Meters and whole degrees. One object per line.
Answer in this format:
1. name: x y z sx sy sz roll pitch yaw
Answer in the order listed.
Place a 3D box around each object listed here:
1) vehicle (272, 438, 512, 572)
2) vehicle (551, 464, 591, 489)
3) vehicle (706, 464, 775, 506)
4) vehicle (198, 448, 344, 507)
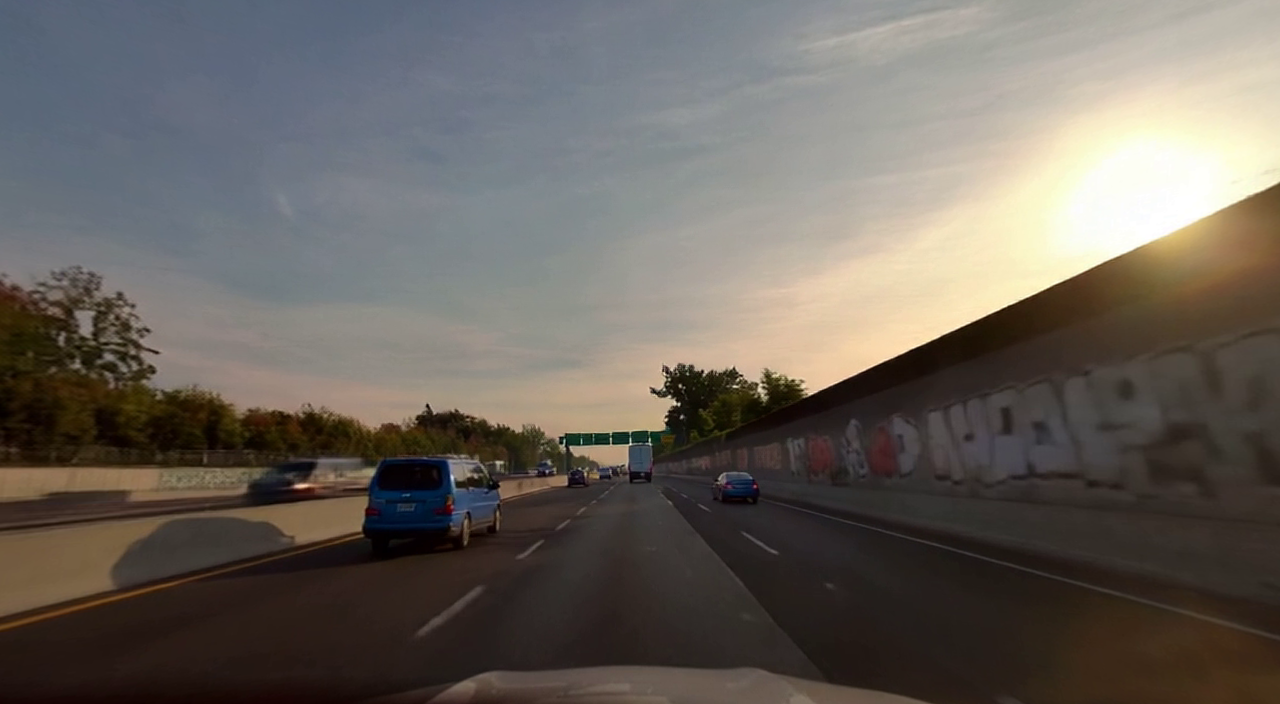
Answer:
1. vehicle: -3.544 2.314 10.147 2.004 1.610 4.508 1 -10 0
2. vehicle: -4.323 7.847 39.817 2.054 1.443 4.131 1 -10 0
3. vehicle: 3.830 5.186 24.794 1.917 1.458 4.199 1 -10 -1
4. vehicle: -12.928 4.452 22.593 2.125 1.796 5.031 1 -10 1
